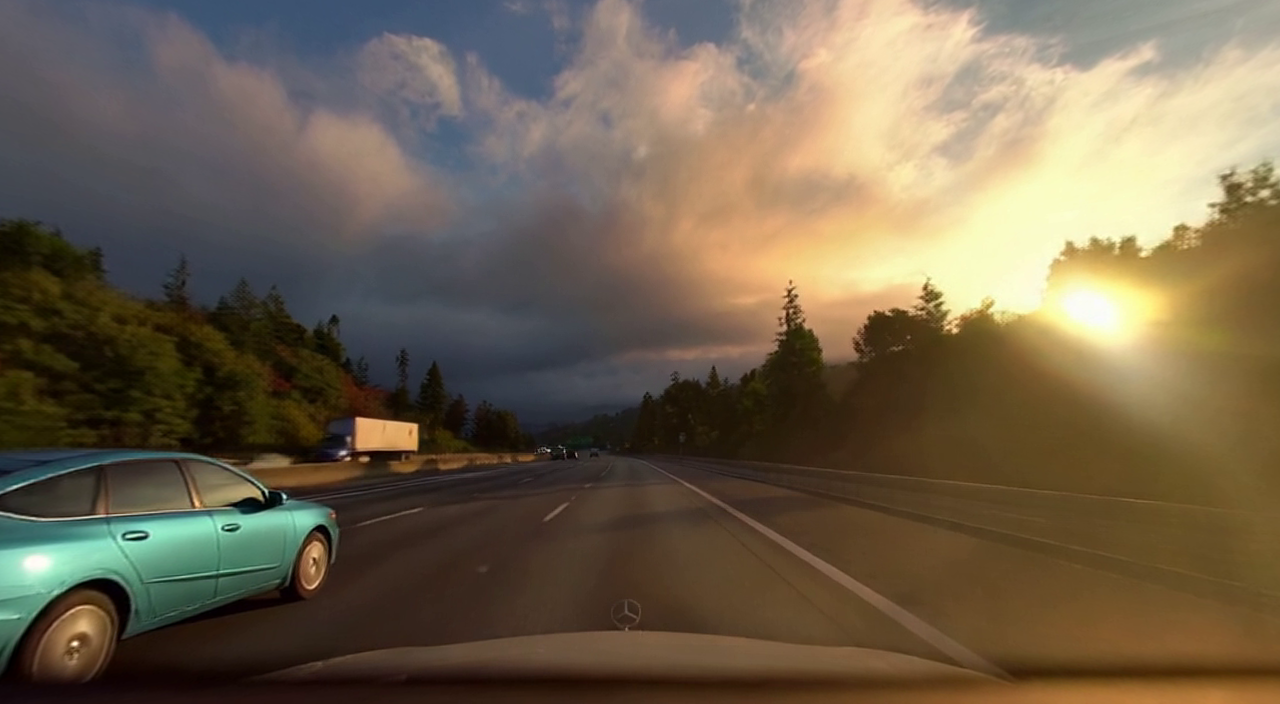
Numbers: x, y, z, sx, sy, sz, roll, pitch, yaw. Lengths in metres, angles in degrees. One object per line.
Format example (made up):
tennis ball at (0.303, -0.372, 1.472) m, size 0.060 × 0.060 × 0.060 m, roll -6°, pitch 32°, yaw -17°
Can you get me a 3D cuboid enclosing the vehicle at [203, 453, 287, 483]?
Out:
vehicle at (-21.746, 6.382, 34.946) m, size 1.997 × 1.507 × 4.137 m, roll 0°, pitch -9°, yaw -1°
